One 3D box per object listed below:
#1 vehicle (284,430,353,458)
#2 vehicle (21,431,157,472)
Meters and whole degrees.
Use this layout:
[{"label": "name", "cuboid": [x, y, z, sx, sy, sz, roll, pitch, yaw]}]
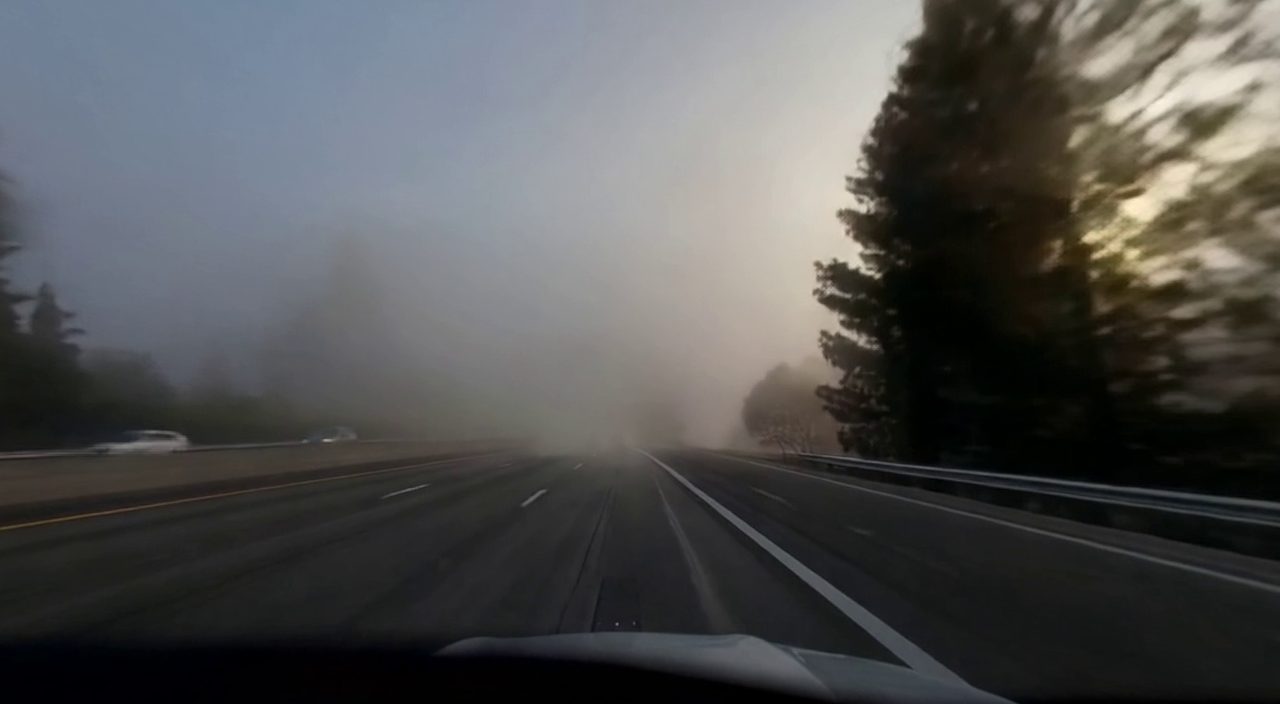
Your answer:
[{"label": "vehicle", "cuboid": [-19.499, 5.552, 38.410, 1.858, 1.586, 4.625, 0, -8, -2]}, {"label": "vehicle", "cuboid": [-22.330, 4.003, 25.788, 1.926, 1.524, 4.083, 0, -8, -2]}]
